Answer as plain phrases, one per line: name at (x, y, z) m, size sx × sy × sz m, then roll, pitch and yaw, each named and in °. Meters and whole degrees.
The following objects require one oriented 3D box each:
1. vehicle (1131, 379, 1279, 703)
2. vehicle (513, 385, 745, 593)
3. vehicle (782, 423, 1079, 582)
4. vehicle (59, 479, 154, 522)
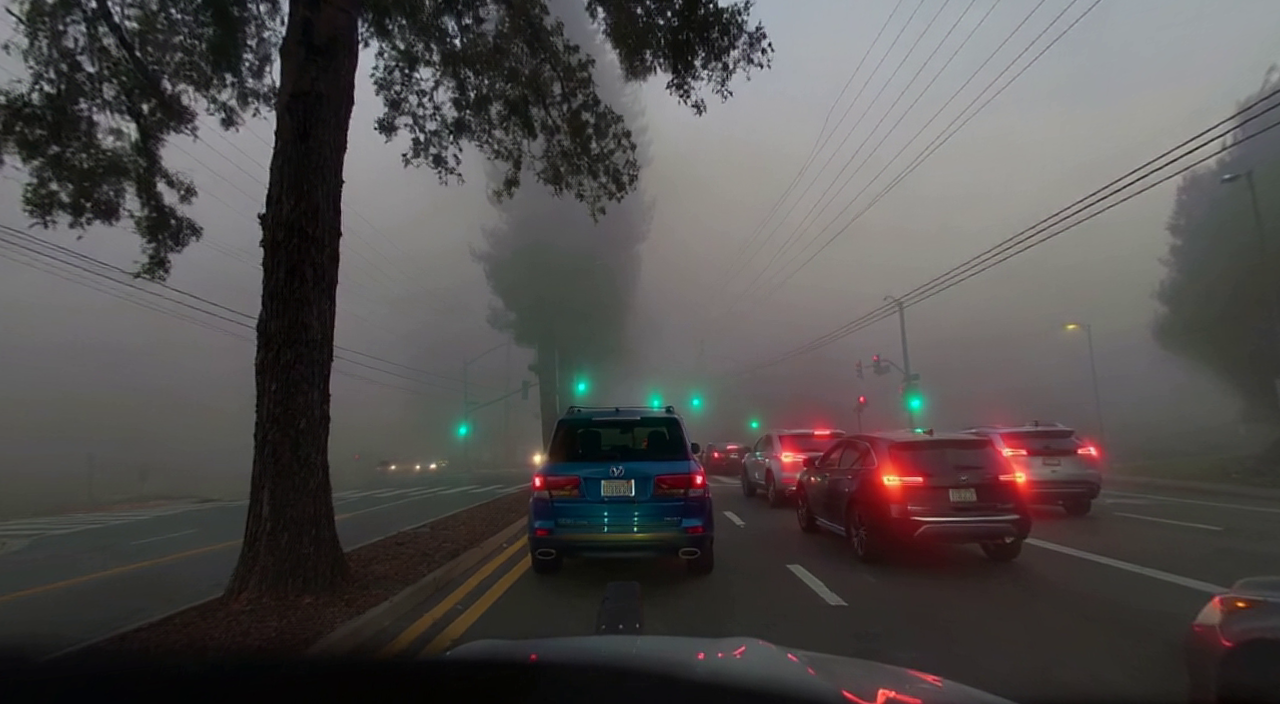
vehicle at (3.276, 0.630, 0.753) m, size 1.889 × 1.517 × 4.308 m, roll 0°, pitch -9°, yaw 0°
vehicle at (-0.135, 1.644, 8.335) m, size 2.231 × 1.998 × 4.254 m, roll 0°, pitch -9°, yaw -1°
vehicle at (3.427, 1.850, 8.621) m, size 1.880 × 1.579 × 4.401 m, roll 0°, pitch -9°, yaw -1°
vehicle at (-26.344, 7.329, 31.172) m, size 4.526 × 1.715 × 1.989 m, roll -11°, pitch -13°, yaw 29°
